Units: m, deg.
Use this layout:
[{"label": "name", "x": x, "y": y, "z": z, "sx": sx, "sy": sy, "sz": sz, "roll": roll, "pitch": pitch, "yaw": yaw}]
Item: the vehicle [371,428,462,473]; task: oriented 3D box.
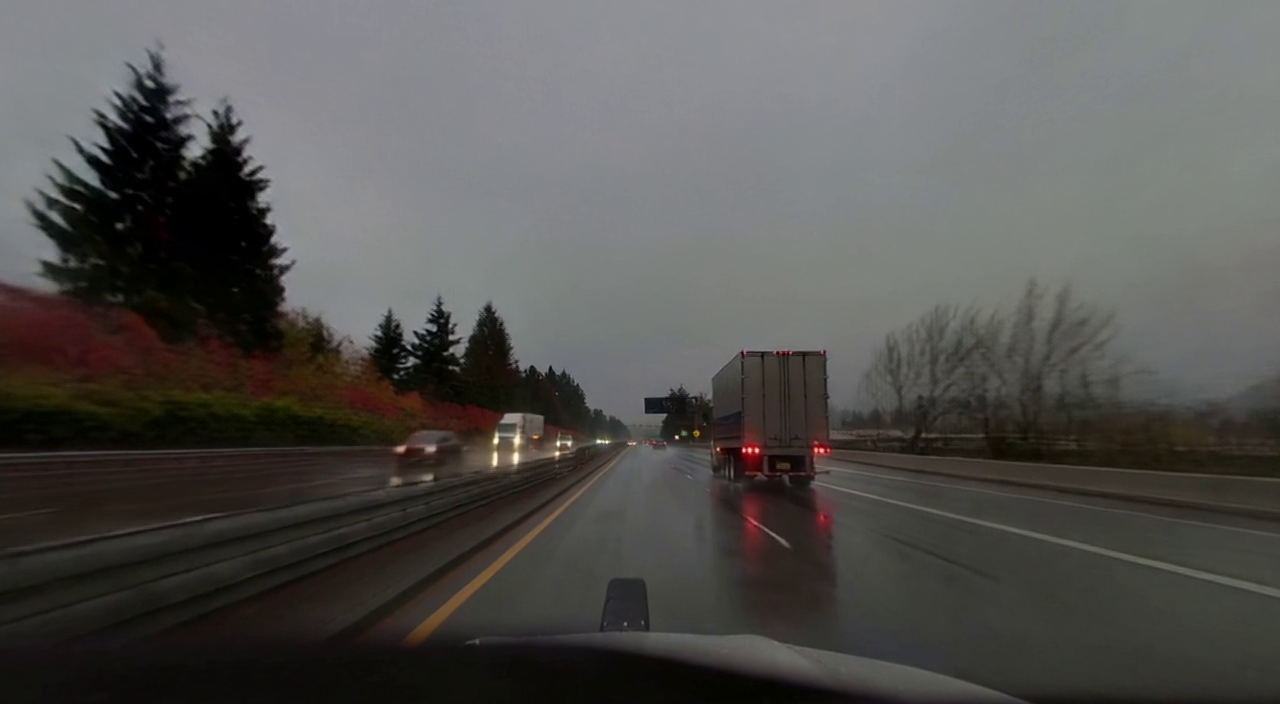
[{"label": "vehicle", "x": -8.224, "y": 3.667, "z": 23.592, "sx": 1.881, "sy": 1.540, "sz": 4.047, "roll": 0, "pitch": -8, "yaw": 1}]

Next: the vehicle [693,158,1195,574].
[{"label": "vehicle", "x": 3.611, "y": 1.035, "z": 13.382, "sx": 3.691, "sy": 4.331, "sz": 13.909, "roll": 0, "pitch": -8, "yaw": 0}]
